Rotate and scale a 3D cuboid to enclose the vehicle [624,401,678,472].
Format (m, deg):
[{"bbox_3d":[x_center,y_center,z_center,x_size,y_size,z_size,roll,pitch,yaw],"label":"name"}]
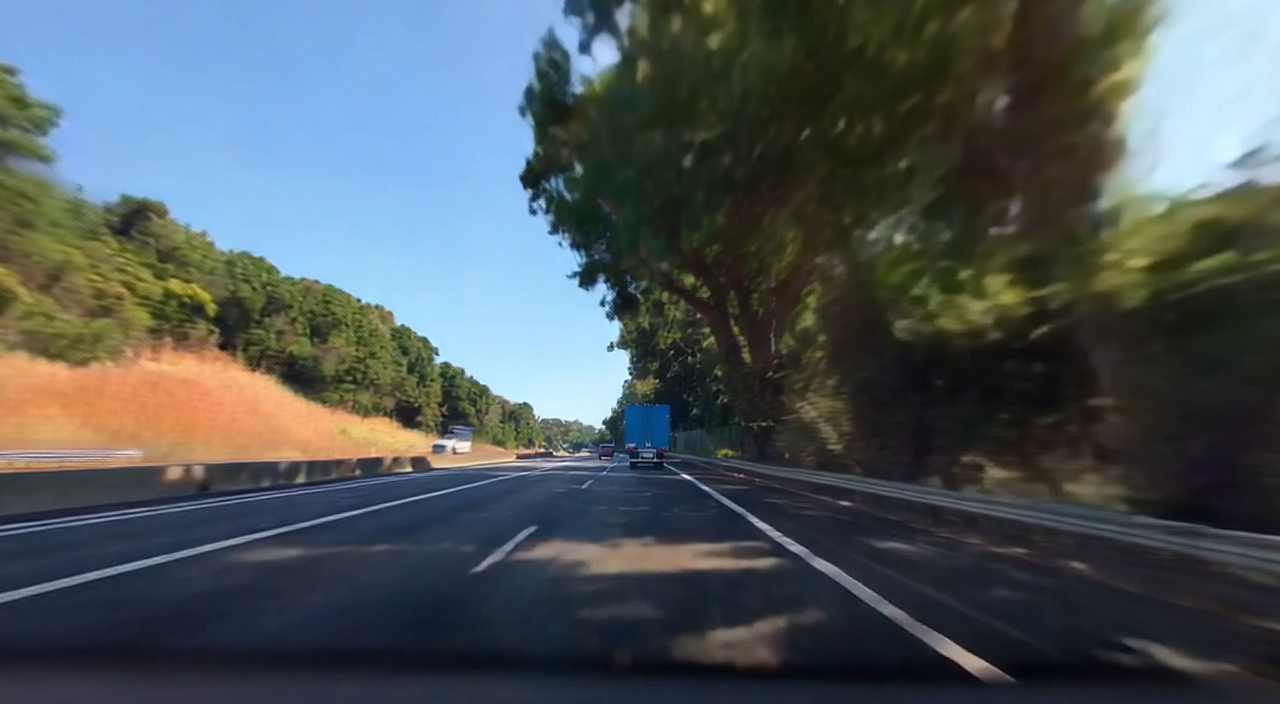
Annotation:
[{"bbox_3d":[0.502,5.701,41.723,3.055,4.009,10.972,0,-9,-2],"label":"vehicle"}]
